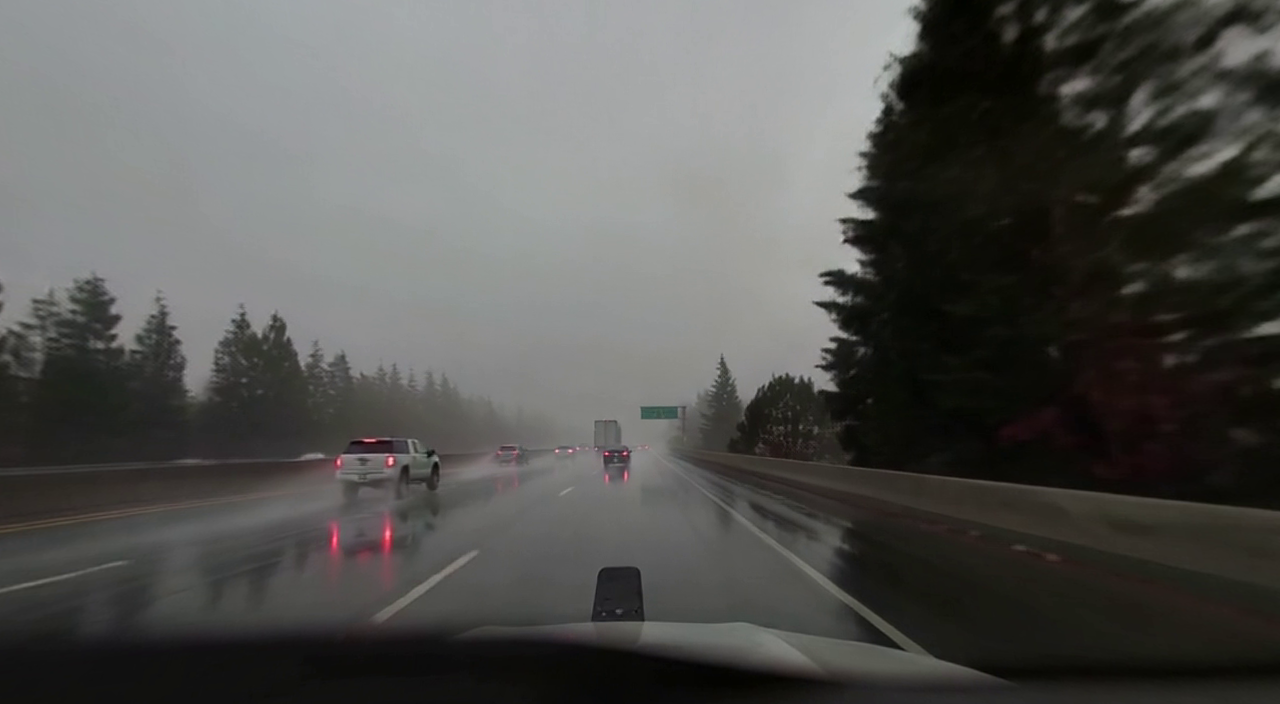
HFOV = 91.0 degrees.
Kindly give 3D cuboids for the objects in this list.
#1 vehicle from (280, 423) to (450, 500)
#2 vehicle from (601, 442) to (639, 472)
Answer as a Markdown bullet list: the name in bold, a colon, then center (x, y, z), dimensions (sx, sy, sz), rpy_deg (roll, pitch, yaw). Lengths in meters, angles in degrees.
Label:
- **vehicle**: center (-7.337, 2.987, 17.665), dimensions (2.115, 1.778, 5.572), rpy_deg (0, -8, 1)
- **vehicle**: center (-1.040, 5.794, 34.994), dimensions (1.931, 1.528, 4.126), rpy_deg (0, -8, 1)
